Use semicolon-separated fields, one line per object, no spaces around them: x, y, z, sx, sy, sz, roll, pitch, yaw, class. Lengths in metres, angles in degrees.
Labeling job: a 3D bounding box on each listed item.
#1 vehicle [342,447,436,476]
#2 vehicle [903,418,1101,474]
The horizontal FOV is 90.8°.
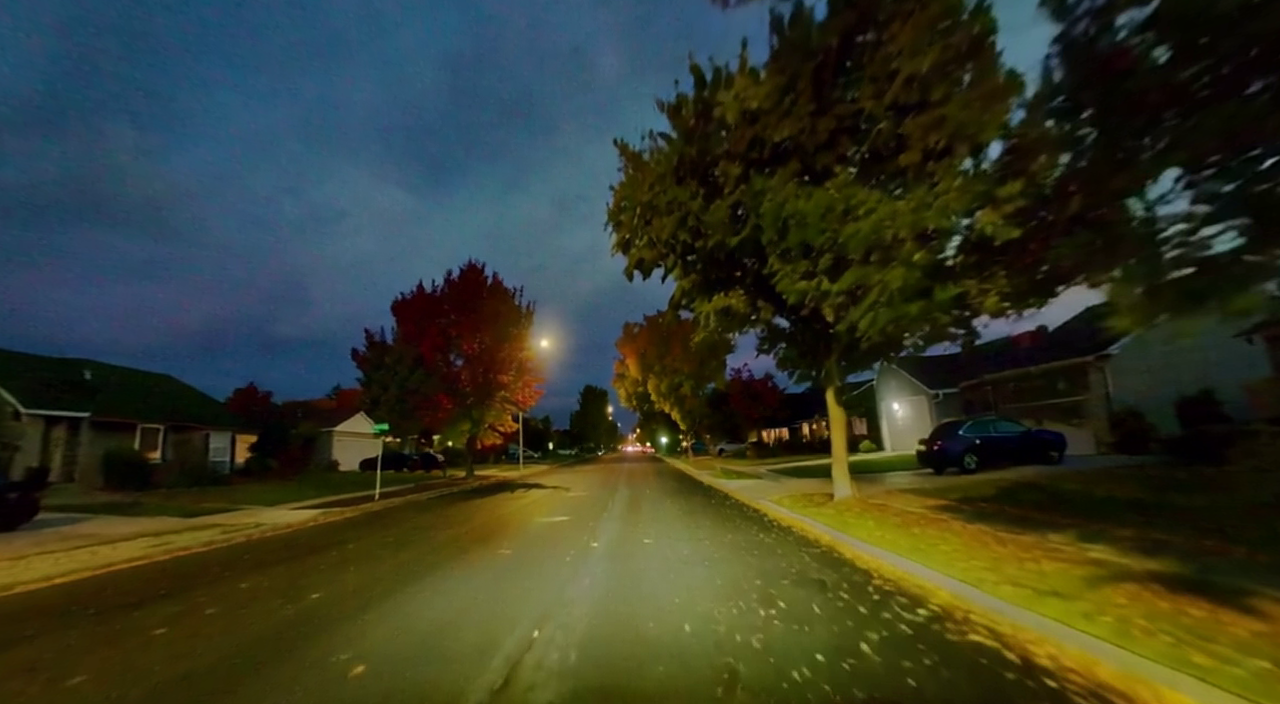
-15.296;6.702;38.723;4.830;1.725;2.116;0;-9;1;vehicle
10.233;2.700;18.163;4.422;1.488;2.013;0;-9;0;vehicle
